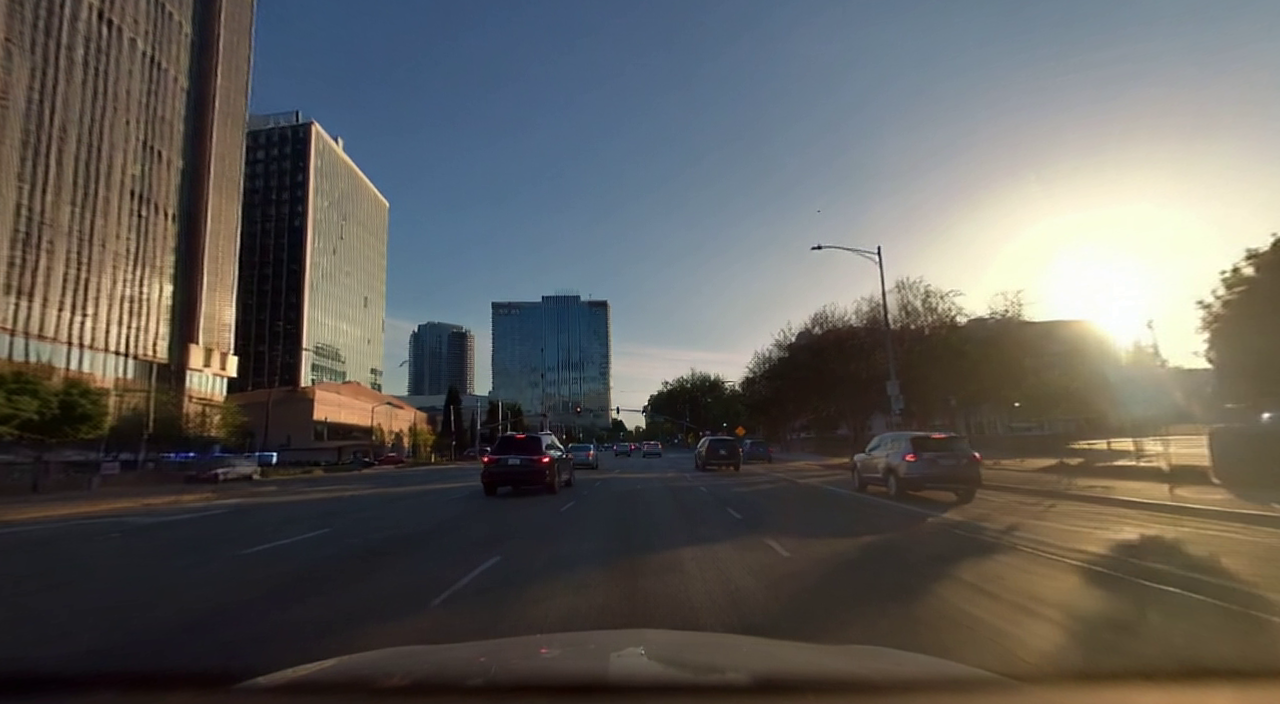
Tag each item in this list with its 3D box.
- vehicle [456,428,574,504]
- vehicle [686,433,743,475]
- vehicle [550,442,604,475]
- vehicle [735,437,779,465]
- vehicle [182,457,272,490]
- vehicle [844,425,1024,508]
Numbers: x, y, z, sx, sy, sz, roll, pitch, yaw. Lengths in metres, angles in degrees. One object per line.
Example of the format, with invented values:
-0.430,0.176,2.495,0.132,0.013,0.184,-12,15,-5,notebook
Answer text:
-3.092,2.957,16.700,2.141,1.719,4.379,0,-9,1,vehicle
3.465,4.885,30.252,2.178,1.804,4.766,0,-9,0,vehicle
-2.951,5.122,30.490,2.036,1.465,4.301,-1,-9,2,vehicle
7.728,6.605,42.057,2.076,1.793,4.464,0,-9,0,vehicle
-23.147,6.787,35.583,1.983,1.494,4.832,-4,-9,-1,vehicle
6.707,2.671,15.086,2.088,1.666,4.512,0,-9,-1,vehicle
